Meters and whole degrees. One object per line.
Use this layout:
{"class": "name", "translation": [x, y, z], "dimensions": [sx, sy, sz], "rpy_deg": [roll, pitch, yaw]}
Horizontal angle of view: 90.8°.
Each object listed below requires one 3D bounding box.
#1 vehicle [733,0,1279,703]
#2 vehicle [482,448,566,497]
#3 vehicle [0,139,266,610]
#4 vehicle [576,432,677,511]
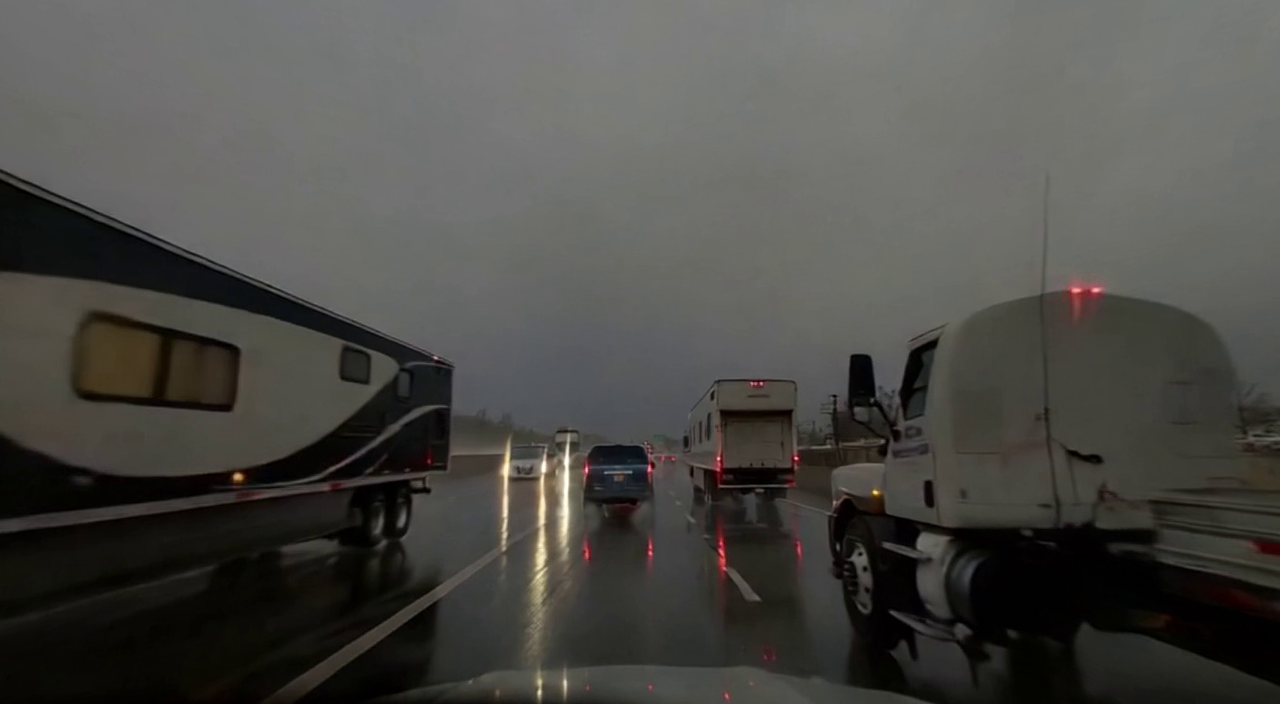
{"class": "vehicle", "translation": [3.223, 0.506, 6.931], "dimensions": [2.936, 3.787, 8.670], "rpy_deg": [0, -9, -1]}
{"class": "vehicle", "translation": [-3.671, 3.889, 20.763], "dimensions": [1.930, 1.431, 4.156], "rpy_deg": [0, -9, 1]}
{"class": "vehicle", "translation": [-6.976, 0.289, 5.993], "dimensions": [3.008, 3.987, 5.871], "rpy_deg": [0, -9, 1]}
{"class": "vehicle", "translation": [-0.327, 2.932, 15.899], "dimensions": [2.201, 1.719, 4.058], "rpy_deg": [0, -9, -1]}
